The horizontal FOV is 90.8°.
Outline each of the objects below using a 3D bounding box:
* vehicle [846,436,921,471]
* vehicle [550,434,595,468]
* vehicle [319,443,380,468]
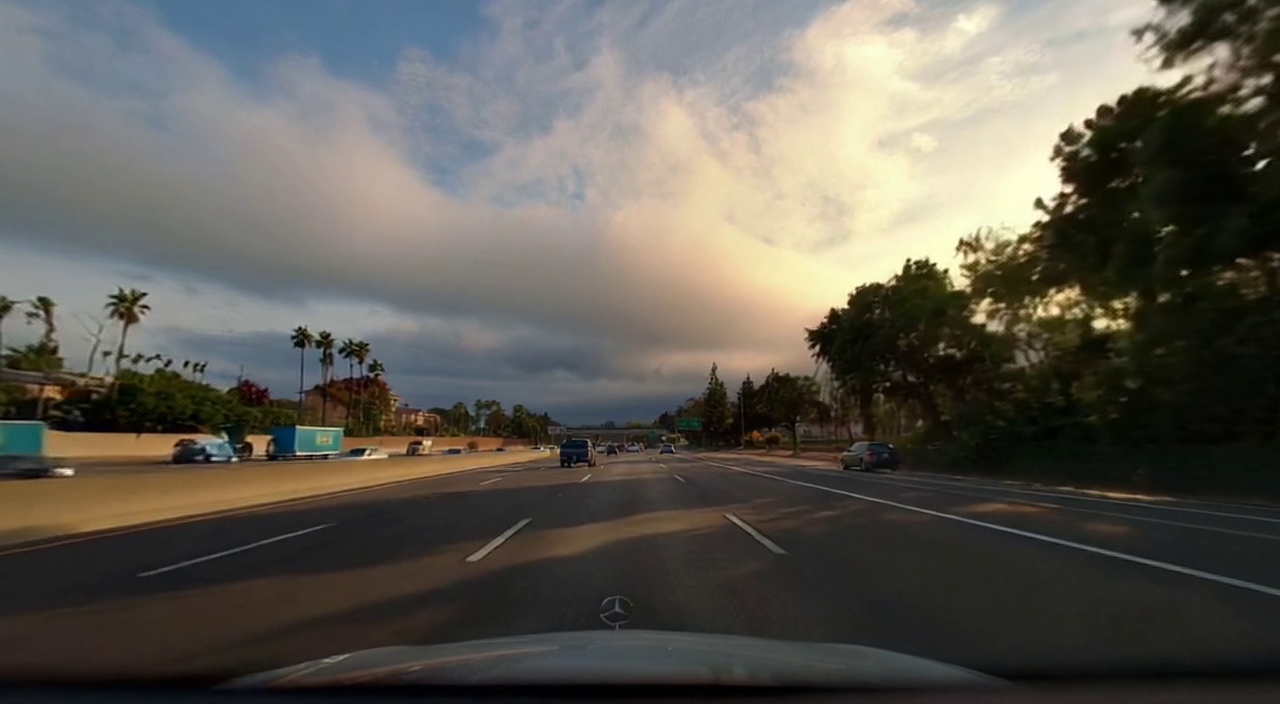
[{"bbox_3d":[13.547,5.694,35.501,2.168,1.792,4.457,0,-9,-4],"label":"vehicle"},{"bbox_3d":[-4.056,6.033,38.564,2.225,1.967,4.673,0,-9,0],"label":"vehicle"},{"bbox_3d":[-18.521,6.601,40.479,1.864,1.519,4.366,0,-9,0],"label":"vehicle"}]
